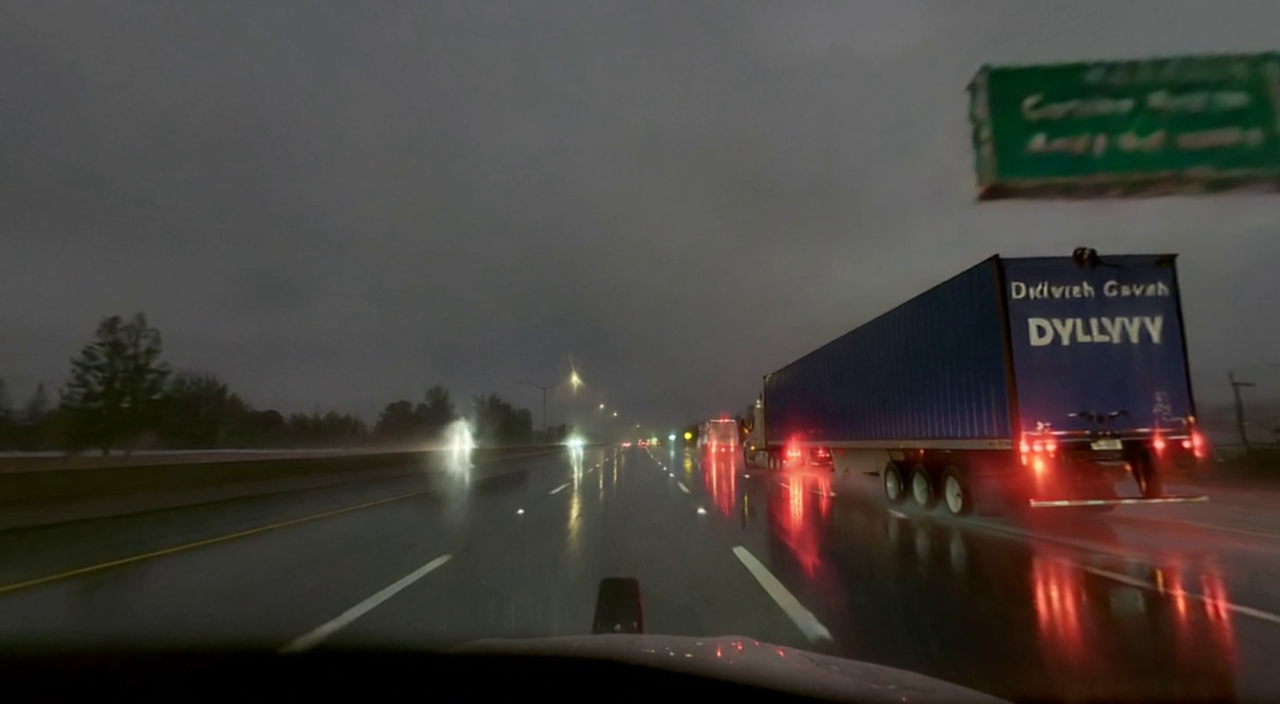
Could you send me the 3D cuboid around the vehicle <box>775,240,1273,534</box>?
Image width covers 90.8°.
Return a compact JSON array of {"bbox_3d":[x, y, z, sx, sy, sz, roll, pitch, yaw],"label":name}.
[{"bbox_3d":[6.761,1.571,16.517,2.962,3.947,16.241,0,-8,0],"label":"vehicle"}]
